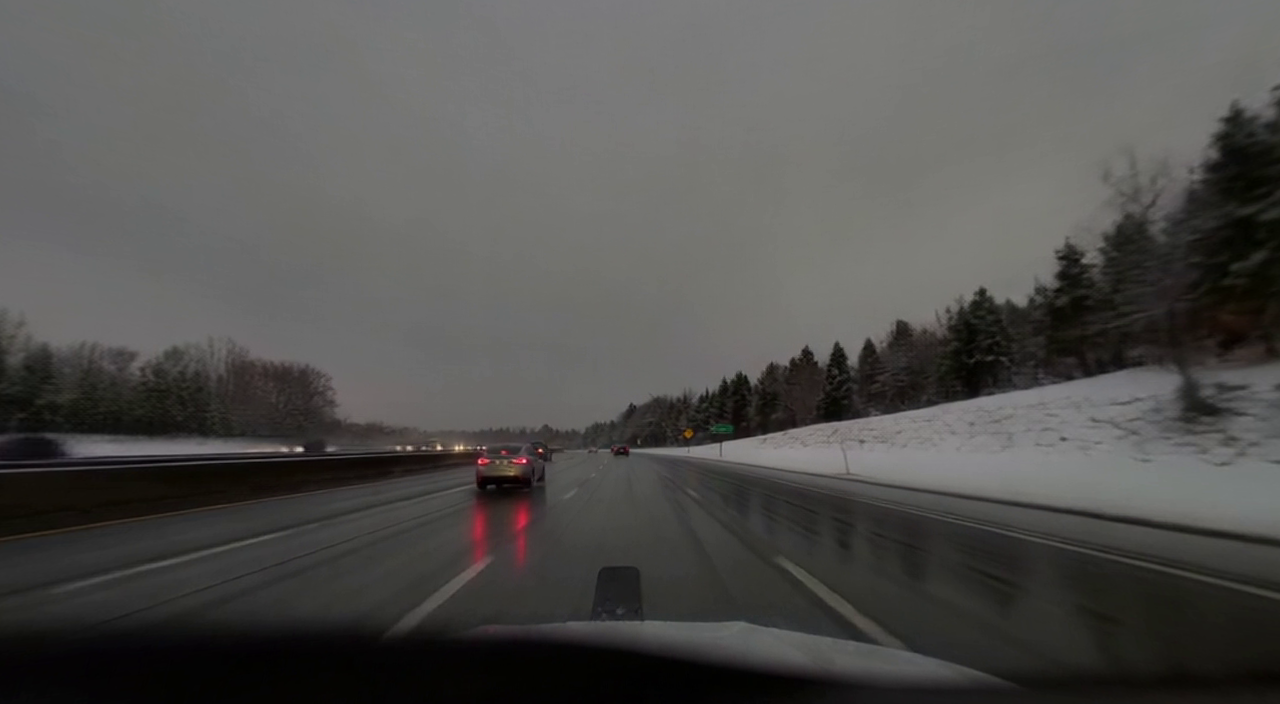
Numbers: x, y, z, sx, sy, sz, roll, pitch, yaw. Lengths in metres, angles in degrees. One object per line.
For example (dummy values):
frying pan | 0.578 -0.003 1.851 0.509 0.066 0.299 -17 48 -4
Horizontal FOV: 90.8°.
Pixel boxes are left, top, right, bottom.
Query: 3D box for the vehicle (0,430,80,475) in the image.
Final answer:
vehicle | -24.990 3.951 24.751 1.902 1.663 4.507 0 -9 -1

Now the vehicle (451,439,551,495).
vehicle | -4.133 3.514 19.624 2.073 1.516 4.478 0 -9 0
